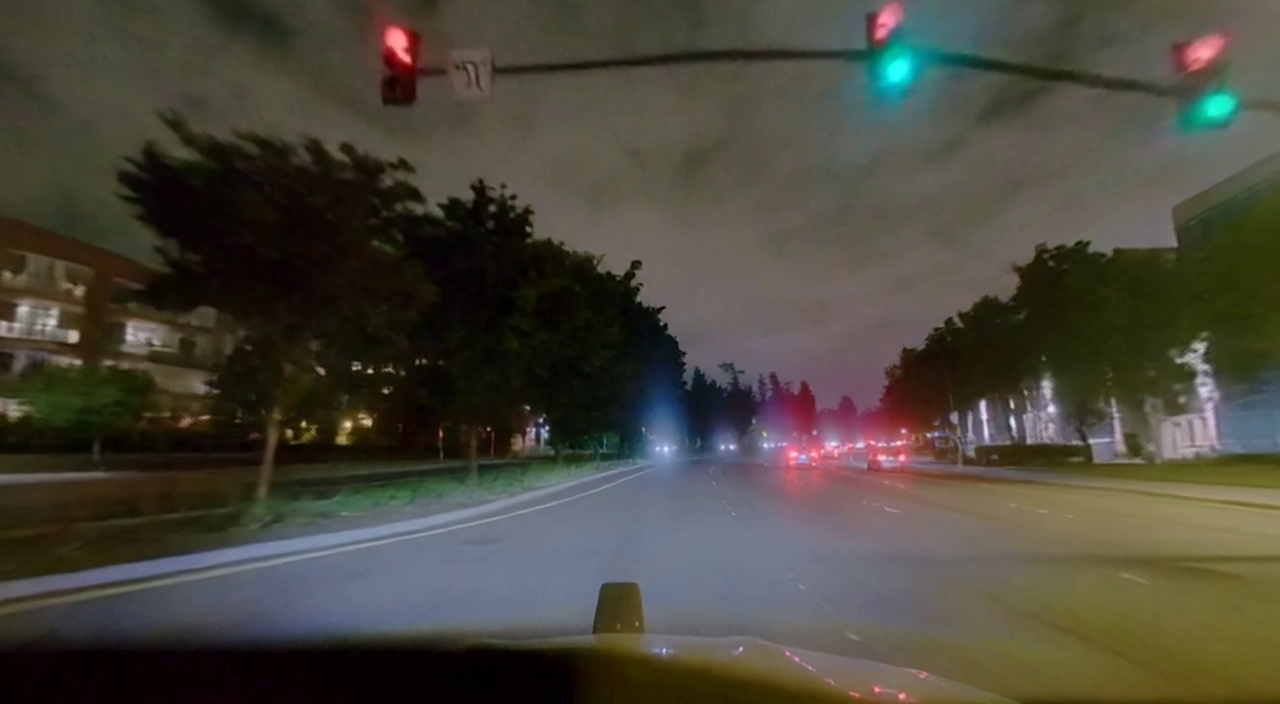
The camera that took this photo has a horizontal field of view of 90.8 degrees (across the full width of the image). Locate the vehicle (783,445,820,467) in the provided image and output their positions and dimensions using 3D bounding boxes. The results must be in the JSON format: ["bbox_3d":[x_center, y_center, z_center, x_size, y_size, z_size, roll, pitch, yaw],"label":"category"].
[{"bbox_3d":[11.191,7.198,43.998,1.988,1.460,3.996,-2,-9,8],"label":"vehicle"}]
